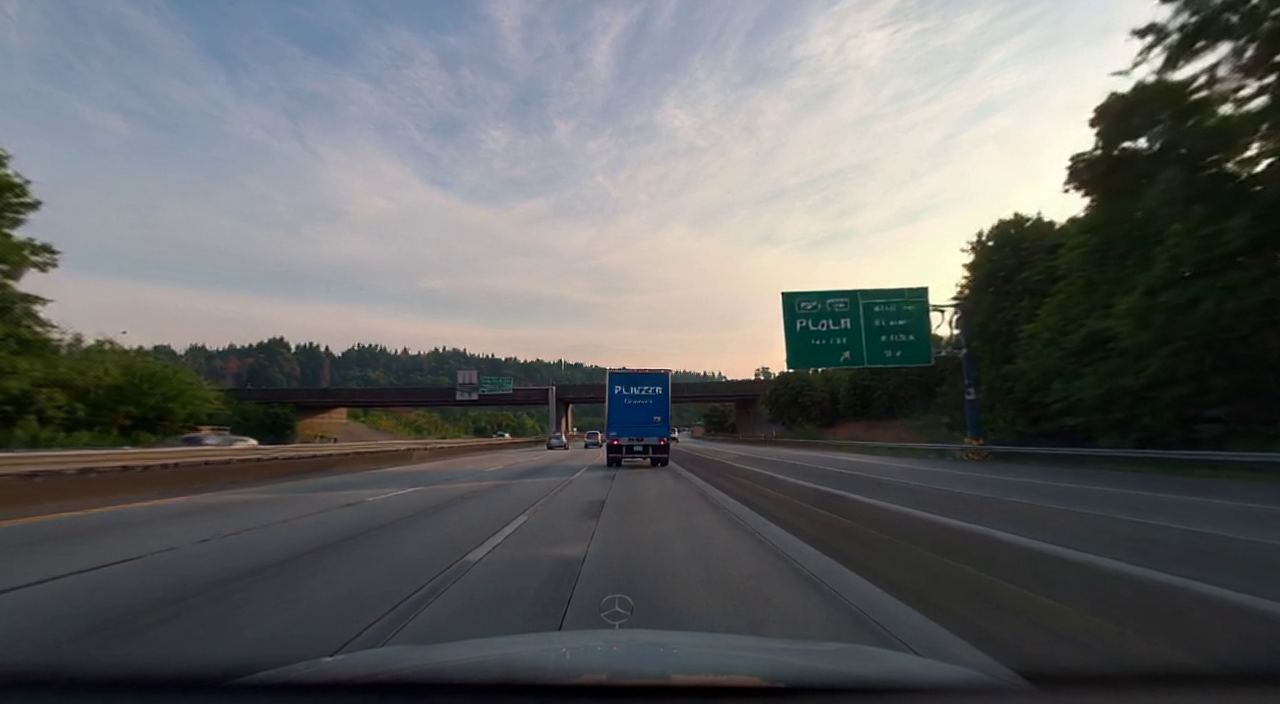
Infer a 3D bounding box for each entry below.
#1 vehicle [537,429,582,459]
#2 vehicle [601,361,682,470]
[{"bbox_3d":[-4.859,5.604,38.553,2.198,1.712,4.655,0,-8,-1],"label":"vehicle"},{"bbox_3d":[-0.130,3.090,28.788,2.926,3.959,11.818,0,-8,-2],"label":"vehicle"}]
